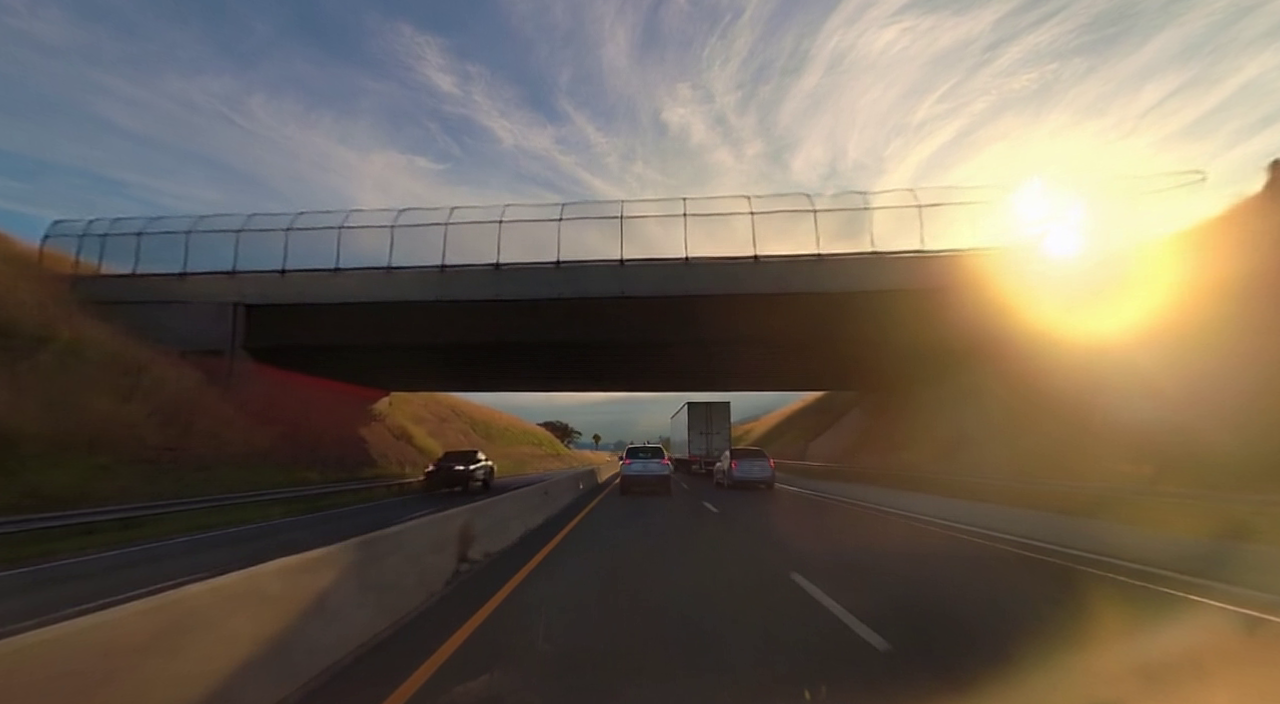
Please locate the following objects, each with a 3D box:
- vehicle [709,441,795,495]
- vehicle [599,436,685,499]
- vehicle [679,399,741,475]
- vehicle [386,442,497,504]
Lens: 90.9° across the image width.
[{"bbox_3d":[3.418,3.609,19.937,1.972,1.505,3.946,-1,-9,0],"label":"vehicle"},{"bbox_3d":[0.094,3.368,18.730,2.256,1.615,4.114,-1,-9,1],"label":"vehicle"},{"bbox_3d":[3.926,5.036,36.841,2.948,3.974,6.480,-1,-9,1],"label":"vehicle"},{"bbox_3d":[-6.376,3.907,20.764,2.233,1.685,4.222,-4,-9,1],"label":"vehicle"}]
